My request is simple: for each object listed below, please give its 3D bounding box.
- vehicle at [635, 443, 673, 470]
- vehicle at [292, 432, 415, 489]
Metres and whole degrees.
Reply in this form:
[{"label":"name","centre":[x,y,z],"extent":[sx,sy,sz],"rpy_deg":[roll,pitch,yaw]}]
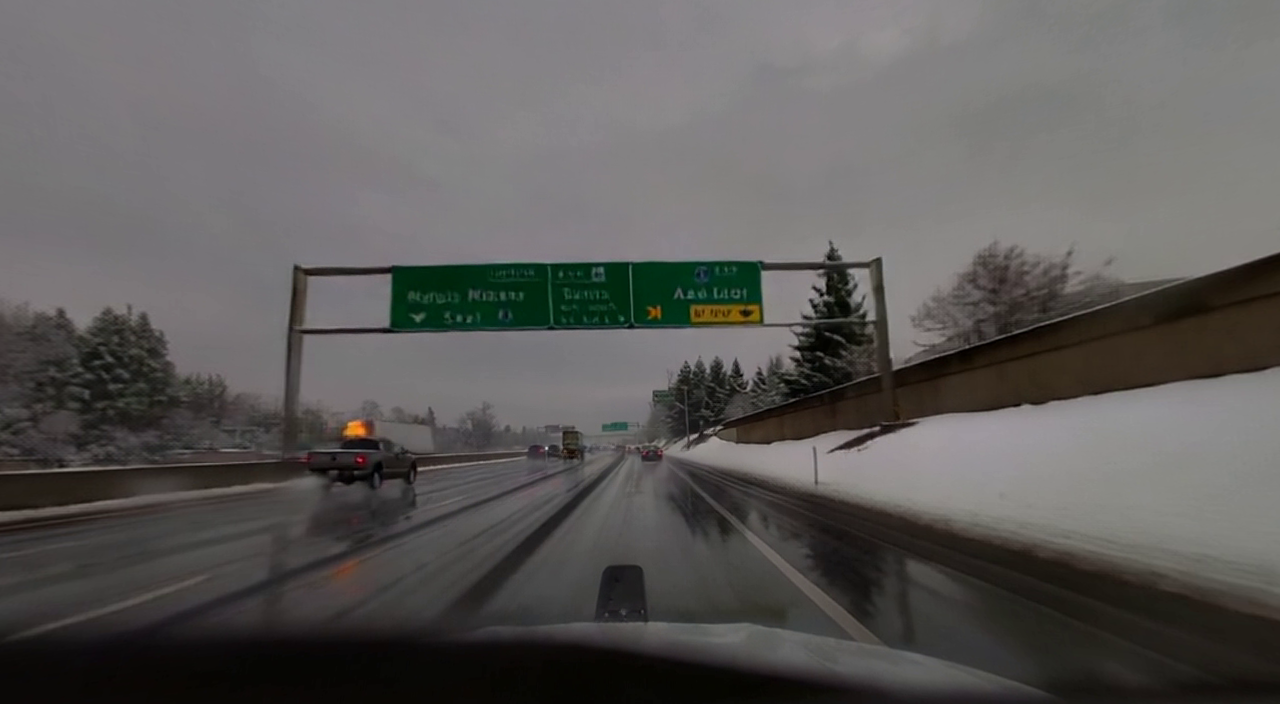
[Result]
[{"label":"vehicle","centre":[0.796,6.245,37.853],"extent":[2.137,1.461,3.999],"rpy_deg":[-1,-8,1]},{"label":"vehicle","centre":[-10.158,3.878,22.899],"extent":[2.246,1.812,4.740],"rpy_deg":[0,-8,-1]}]
